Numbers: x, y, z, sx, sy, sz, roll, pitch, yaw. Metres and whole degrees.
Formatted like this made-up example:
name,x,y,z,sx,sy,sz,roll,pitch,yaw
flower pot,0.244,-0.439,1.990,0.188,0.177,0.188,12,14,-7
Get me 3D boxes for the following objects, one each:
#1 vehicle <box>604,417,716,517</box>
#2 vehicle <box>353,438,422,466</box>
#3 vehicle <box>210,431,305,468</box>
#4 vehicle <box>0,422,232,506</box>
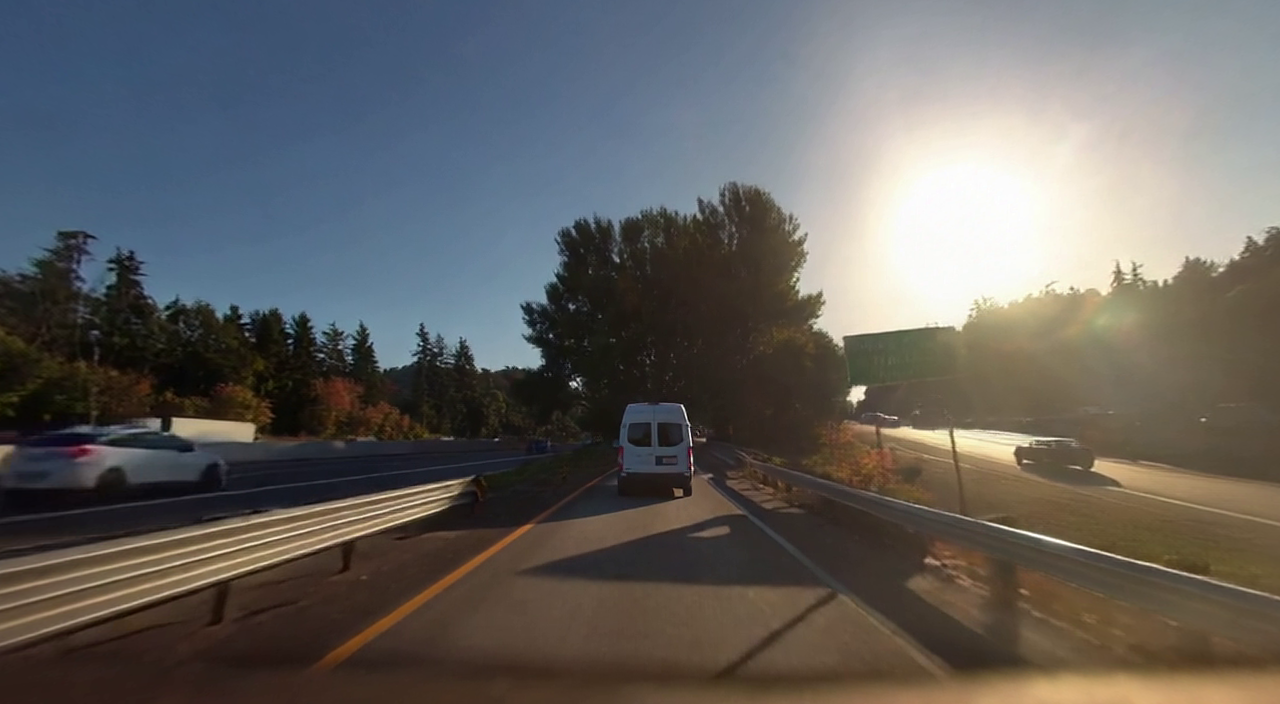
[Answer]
name,x,y,z,sx,sy,sz,roll,pitch,yaw
vehicle,0.311,2.440,13.913,2.043,1.821,4.558,0,-8,-1
vehicle,-15.444,6.119,38.847,2.046,1.585,4.743,-1,-8,4
vehicle,-20.255,5.182,33.664,2.008,1.823,4.501,-1,-8,3
vehicle,-13.078,2.758,16.013,2.104,1.795,4.737,-1,-8,2
